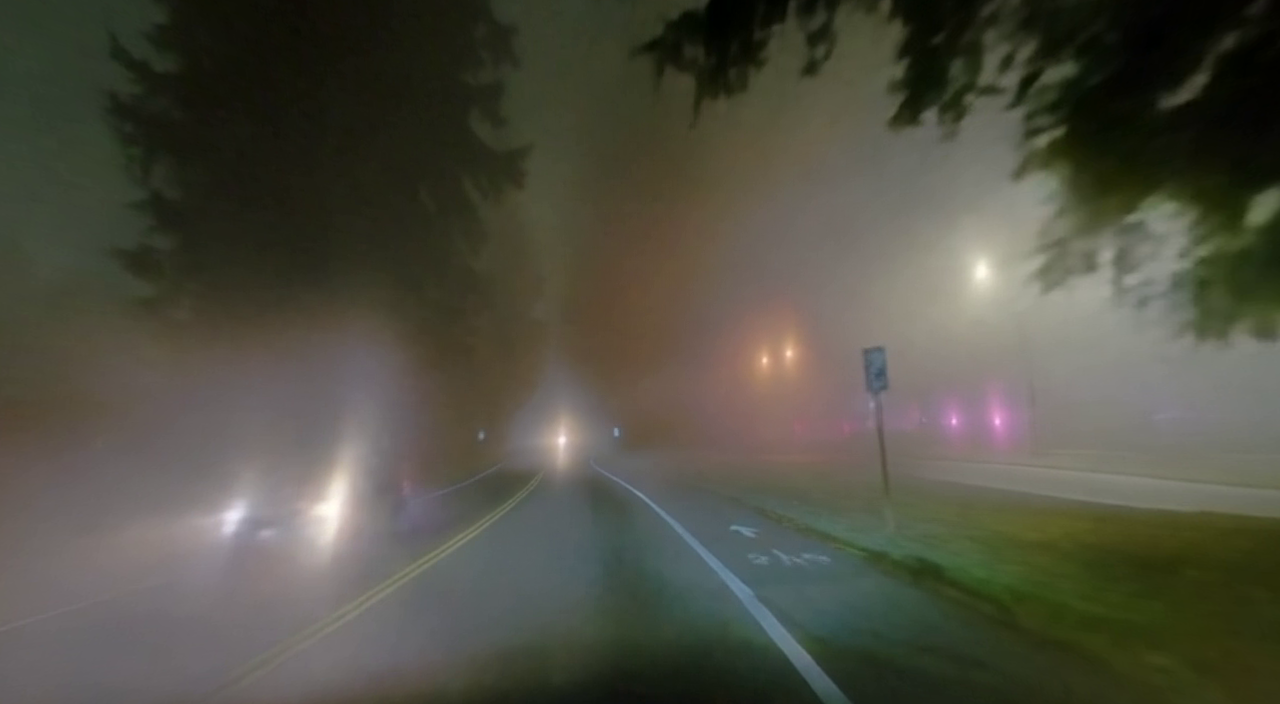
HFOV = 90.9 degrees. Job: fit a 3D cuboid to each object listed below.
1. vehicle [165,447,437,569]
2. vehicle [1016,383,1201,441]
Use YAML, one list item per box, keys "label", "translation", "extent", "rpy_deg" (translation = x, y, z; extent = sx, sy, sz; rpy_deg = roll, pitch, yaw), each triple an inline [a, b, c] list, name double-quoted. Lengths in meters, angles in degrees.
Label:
- label: "vehicle"
  translation: [-5.042, 2.332, 10.313]
  extent: [2.125, 1.440, 4.450]
  rpy_deg: [-1, -8, -2]
- label: "vehicle"
  translation: [28.694, 3.739, 38.921]
  extent: [8.774, 3.004, 2.914]
  rpy_deg: [-3, -7, 2]
